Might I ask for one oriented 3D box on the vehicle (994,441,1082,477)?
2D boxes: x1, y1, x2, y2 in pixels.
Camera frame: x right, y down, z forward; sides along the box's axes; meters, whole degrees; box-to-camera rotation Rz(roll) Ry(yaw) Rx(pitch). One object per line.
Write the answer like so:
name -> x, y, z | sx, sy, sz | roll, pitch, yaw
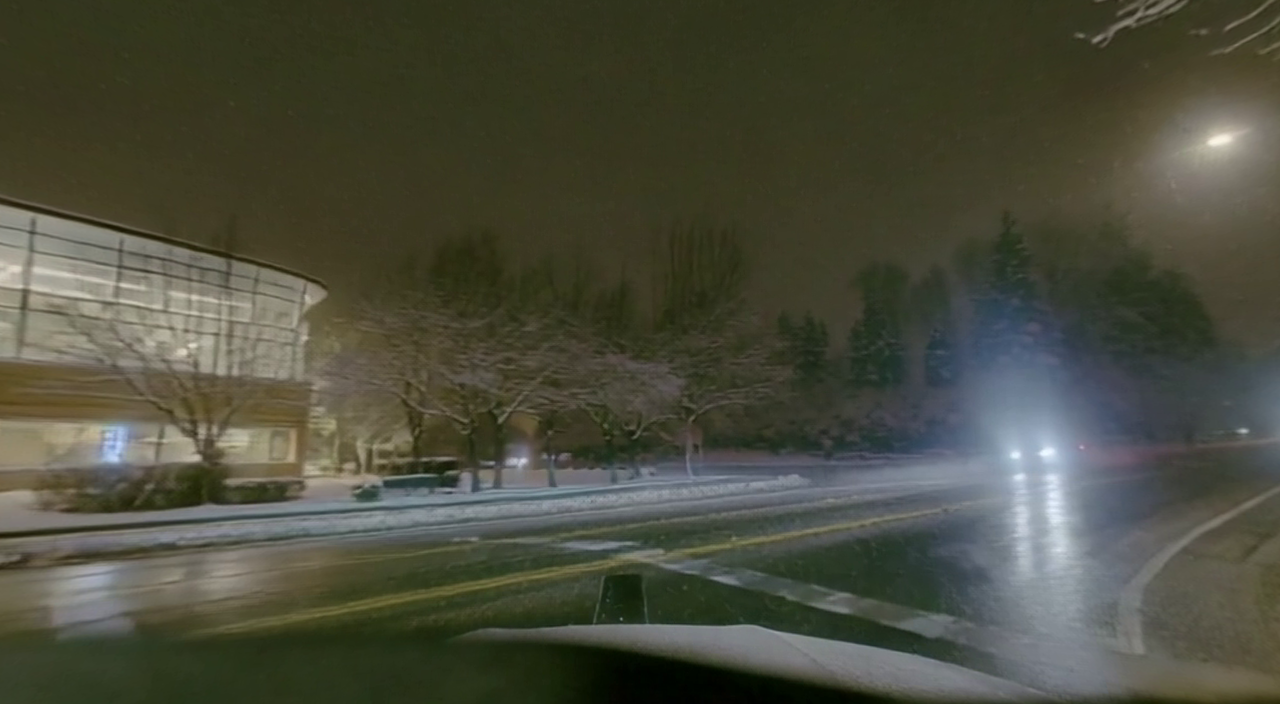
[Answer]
vehicle -> 17.839, 4.766, 28.267 | 4.433, 1.465, 1.926 | 7, -11, -39
